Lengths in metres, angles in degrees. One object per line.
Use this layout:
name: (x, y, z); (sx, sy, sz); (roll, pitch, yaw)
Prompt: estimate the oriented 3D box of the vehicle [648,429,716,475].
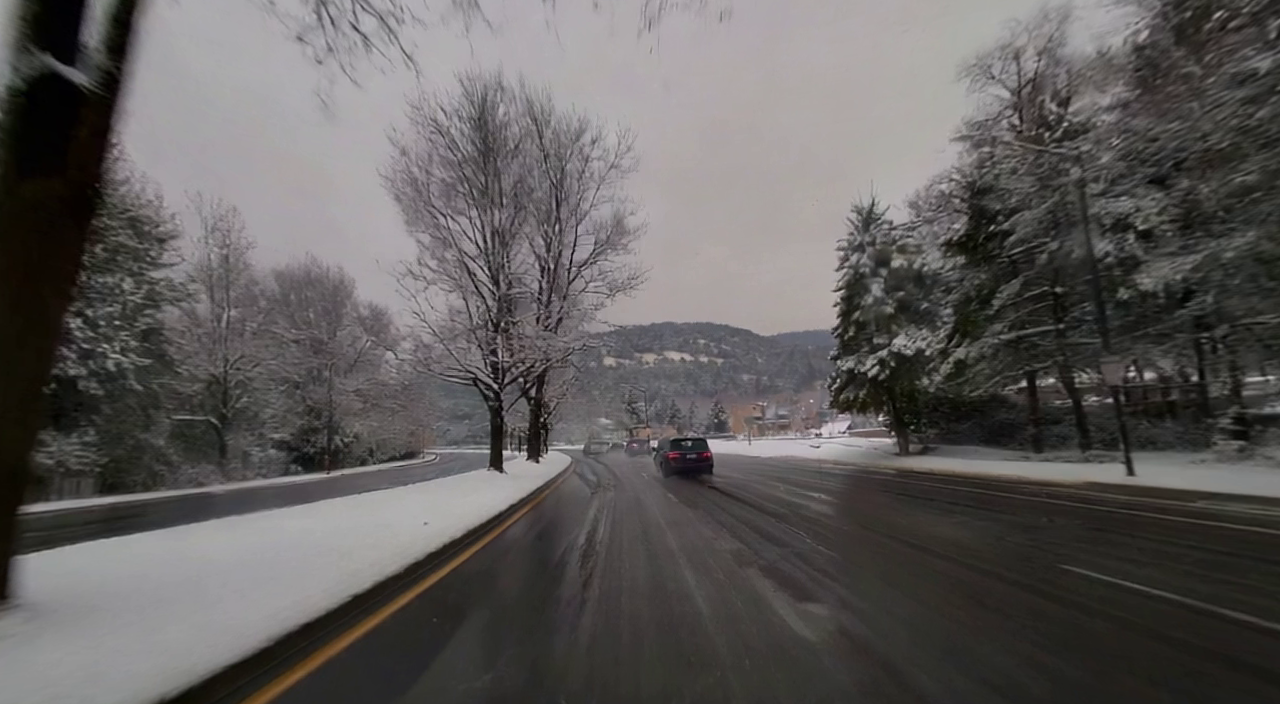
vehicle: (1.638, 4.146, 26.325); (2.253, 1.756, 4.313); (0, -8, -4)
